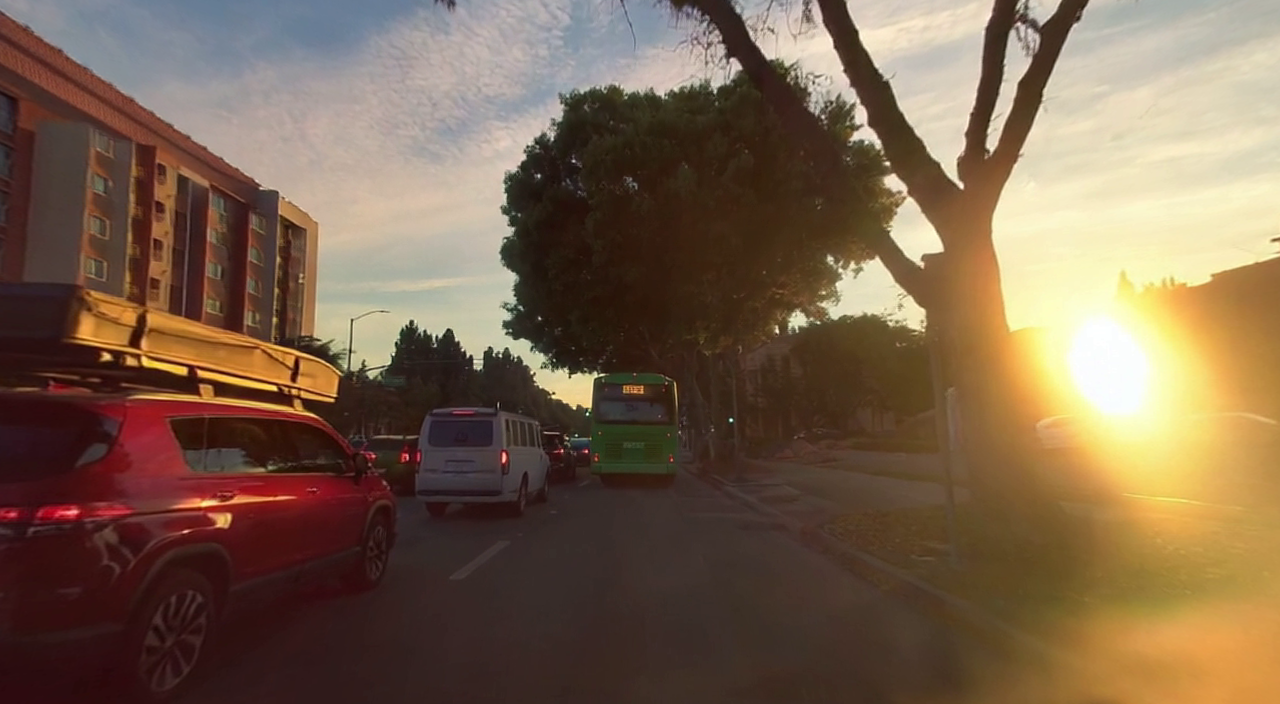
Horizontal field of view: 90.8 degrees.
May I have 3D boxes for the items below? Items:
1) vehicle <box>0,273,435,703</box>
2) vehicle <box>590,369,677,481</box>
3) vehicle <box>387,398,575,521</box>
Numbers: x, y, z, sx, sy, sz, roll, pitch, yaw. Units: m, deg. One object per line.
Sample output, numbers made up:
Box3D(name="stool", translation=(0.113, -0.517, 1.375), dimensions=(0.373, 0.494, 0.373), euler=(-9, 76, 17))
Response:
Box3D(name="vehicle", translation=(-3.396, 1.009, 4.562), dimensions=(2.095, 1.892, 5.043), euler=(0, -9, 0))
Box3D(name="vehicle", translation=(-0.244, 3.423, 28.010), dimensions=(2.970, 3.857, 12.200), euler=(0, -9, 0))
Box3D(name="vehicle", translation=(-3.079, 2.320, 14.028), dimensions=(2.546, 2.125, 5.869), euler=(0, -9, 1))
